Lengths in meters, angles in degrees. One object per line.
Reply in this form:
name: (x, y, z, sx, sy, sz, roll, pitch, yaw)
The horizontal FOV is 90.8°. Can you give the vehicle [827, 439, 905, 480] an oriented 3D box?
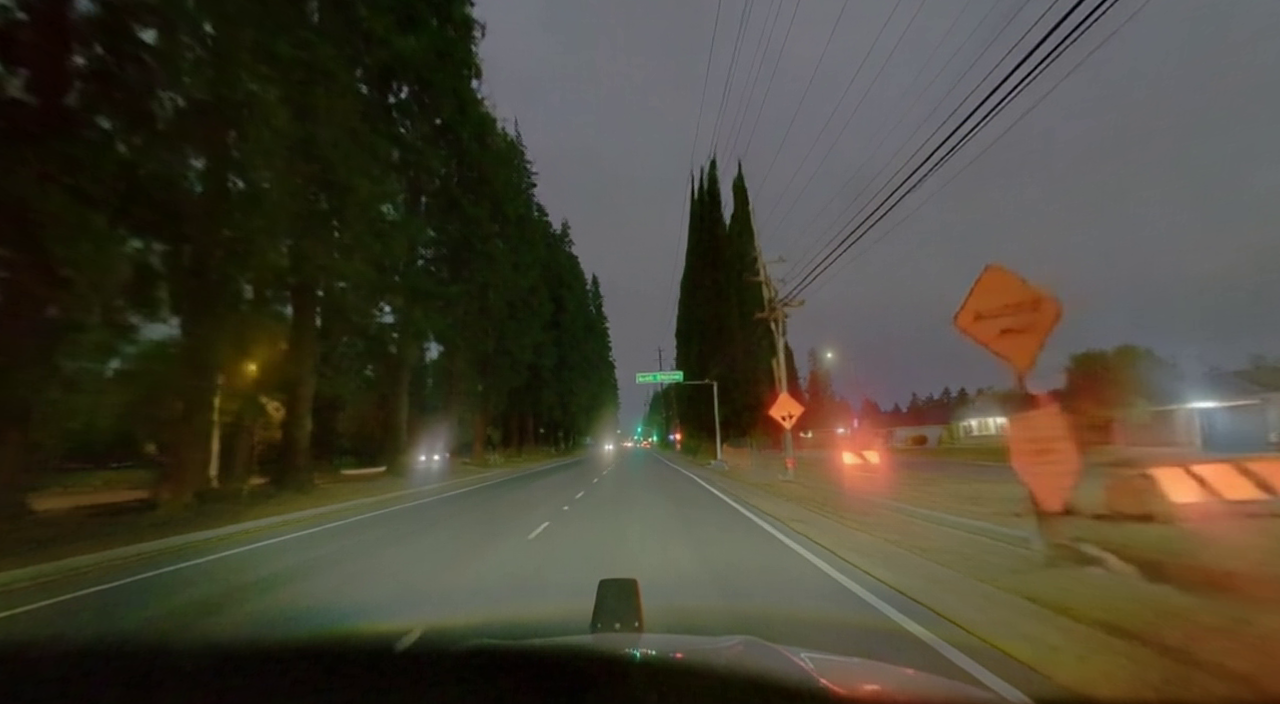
vehicle: (8.673, 4.152, 24.587, 1.733, 1.449, 3.764, 0, -9, 1)
